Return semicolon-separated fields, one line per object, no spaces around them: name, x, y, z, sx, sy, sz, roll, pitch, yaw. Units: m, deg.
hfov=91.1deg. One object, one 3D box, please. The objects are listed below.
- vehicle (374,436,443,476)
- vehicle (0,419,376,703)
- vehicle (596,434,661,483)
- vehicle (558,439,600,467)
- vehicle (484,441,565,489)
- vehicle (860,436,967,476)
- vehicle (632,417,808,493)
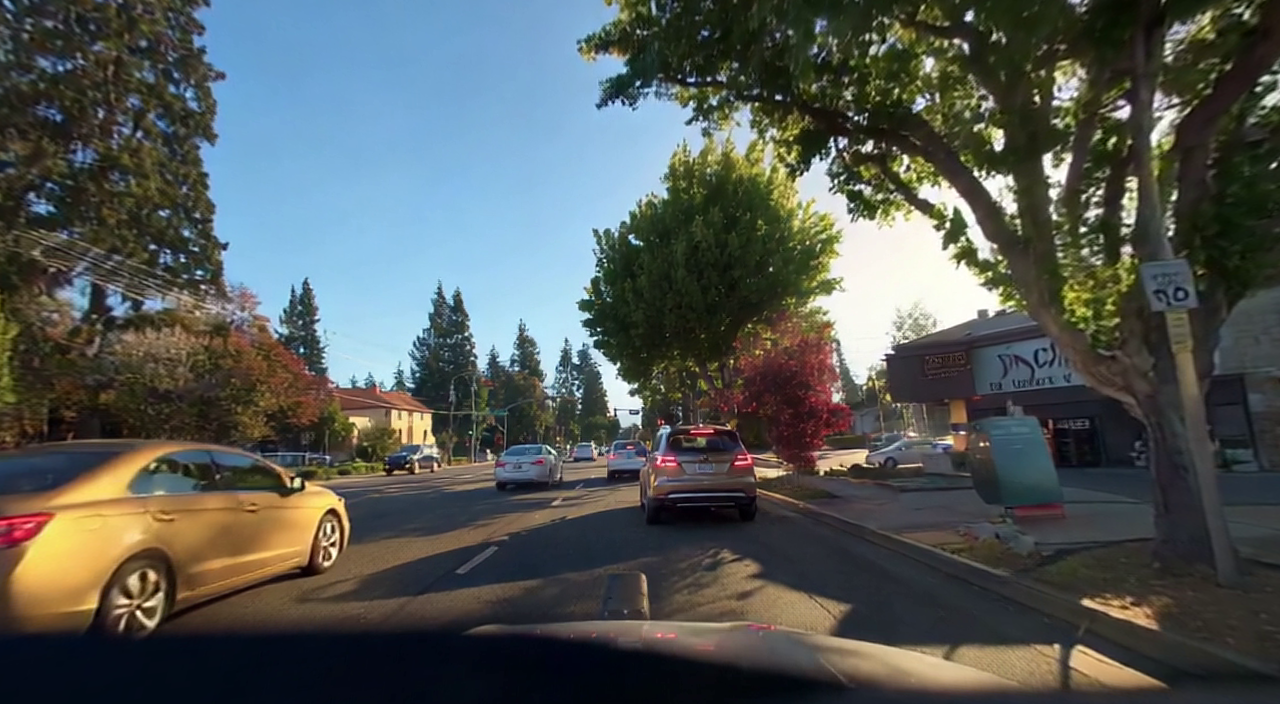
vehicle;-16.748;7.563;45.813;2.537;2.696;6.281;0;-9;1
vehicle;-4.044;1.353;4.919;2.026;1.466;4.282;0;-9;1
vehicle;-0.332;3.949;23.453;2.206;1.666;3.912;0;-9;2
vehicle;-3.684;6.183;38.561;2.053;1.652;3.873;0;-9;2
vehicle;-3.882;3.876;21.863;2.042;1.470;4.123;0;-9;0
vehicle;12.310;4.714;28.420;3.871;1.525;1.835;-3;-10;0
vehicle;2.281;2.991;18.363;4.642;1.955;2.052;-5;-10;30
